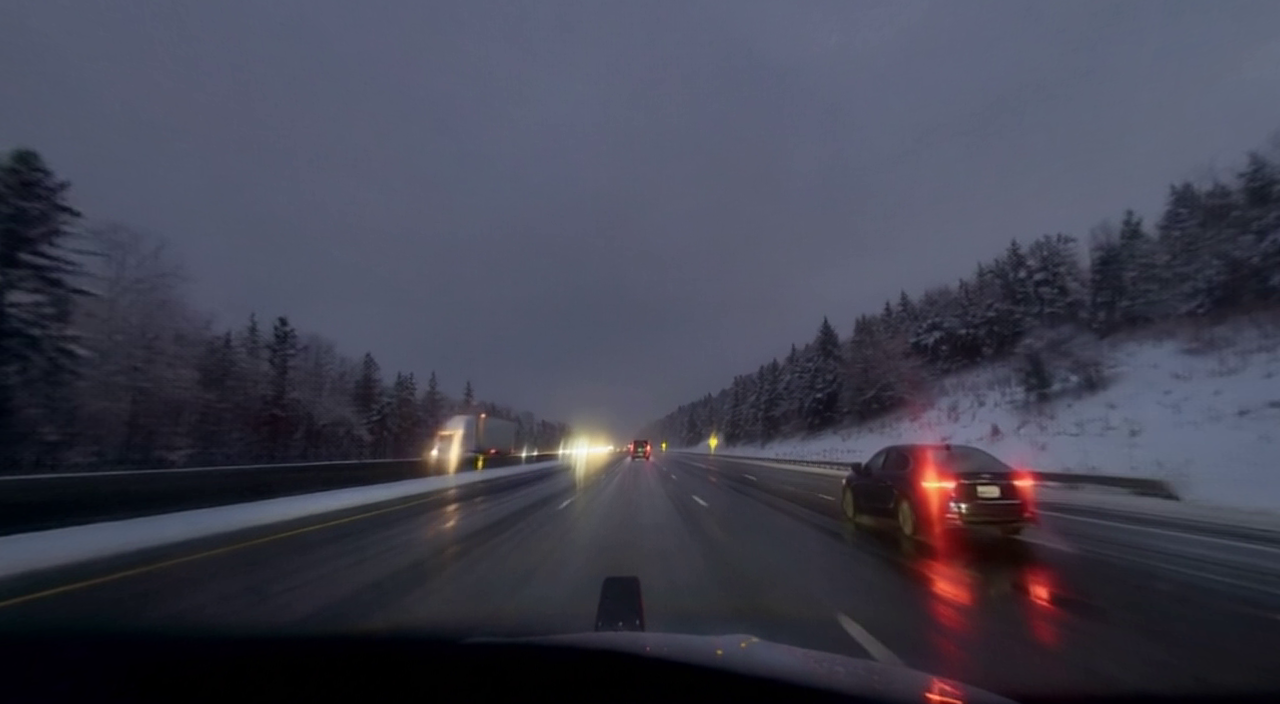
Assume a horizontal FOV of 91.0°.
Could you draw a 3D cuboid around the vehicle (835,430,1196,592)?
[{"bbox_3d":[4.179,1.824,8.063,1.976,1.495,4.217,0,-9,-1],"label":"vehicle"}]
